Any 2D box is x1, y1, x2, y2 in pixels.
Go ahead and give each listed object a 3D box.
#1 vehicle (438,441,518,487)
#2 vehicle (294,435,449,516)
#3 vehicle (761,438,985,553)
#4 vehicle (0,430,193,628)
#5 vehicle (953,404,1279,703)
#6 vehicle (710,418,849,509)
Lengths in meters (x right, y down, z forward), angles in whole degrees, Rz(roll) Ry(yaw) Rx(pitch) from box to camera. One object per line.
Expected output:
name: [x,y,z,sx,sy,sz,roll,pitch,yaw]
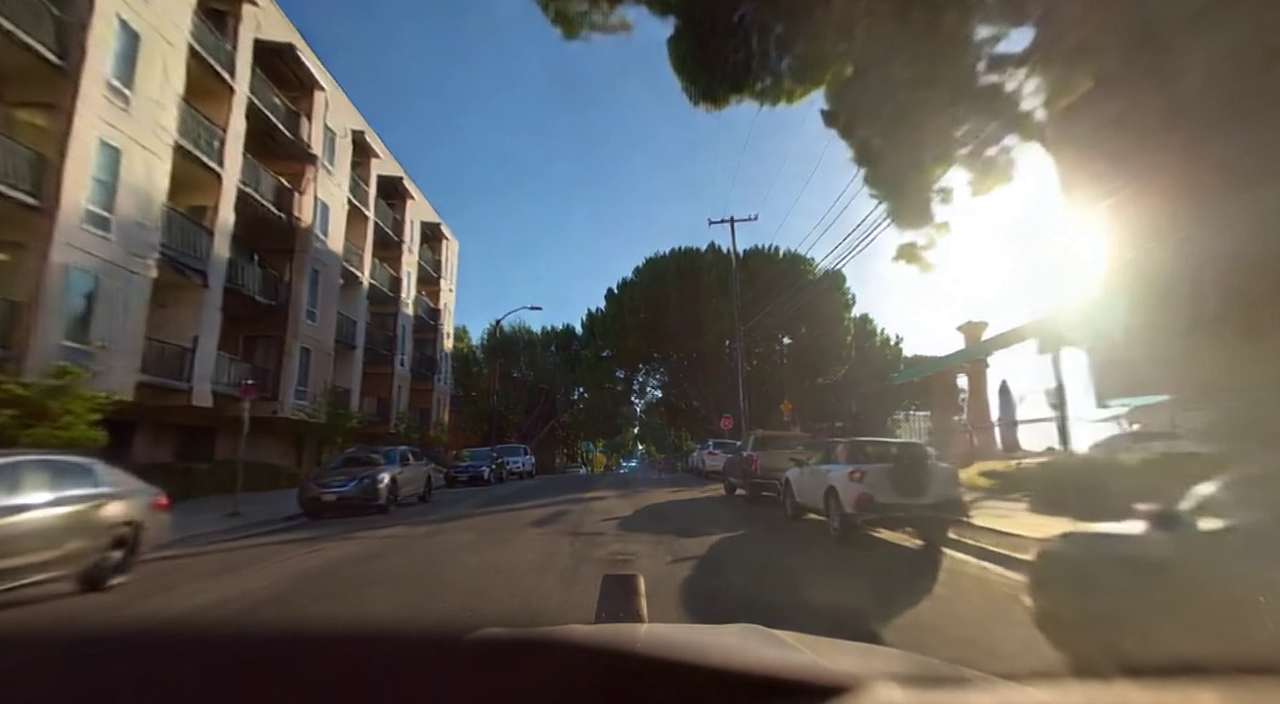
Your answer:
vehicle: [-6.462,4.486,25.724,2.069,1.647,4.359,-2,-8,0]
vehicle: [-6.418,2.973,15.749,1.947,1.707,4.352,0,-8,0]
vehicle: [3.540,2.240,10.745,1.925,1.489,4.655,0,-8,-2]
vehicle: [-6.413,1.494,5.362,2.100,1.640,4.341,0,-8,-1]
vehicle: [3.389,0.927,2.191,1.948,1.502,5.013,0,-8,-1]
vehicle: [3.221,2.716,15.898,2.082,1.902,5.122,0,-8,-3]
